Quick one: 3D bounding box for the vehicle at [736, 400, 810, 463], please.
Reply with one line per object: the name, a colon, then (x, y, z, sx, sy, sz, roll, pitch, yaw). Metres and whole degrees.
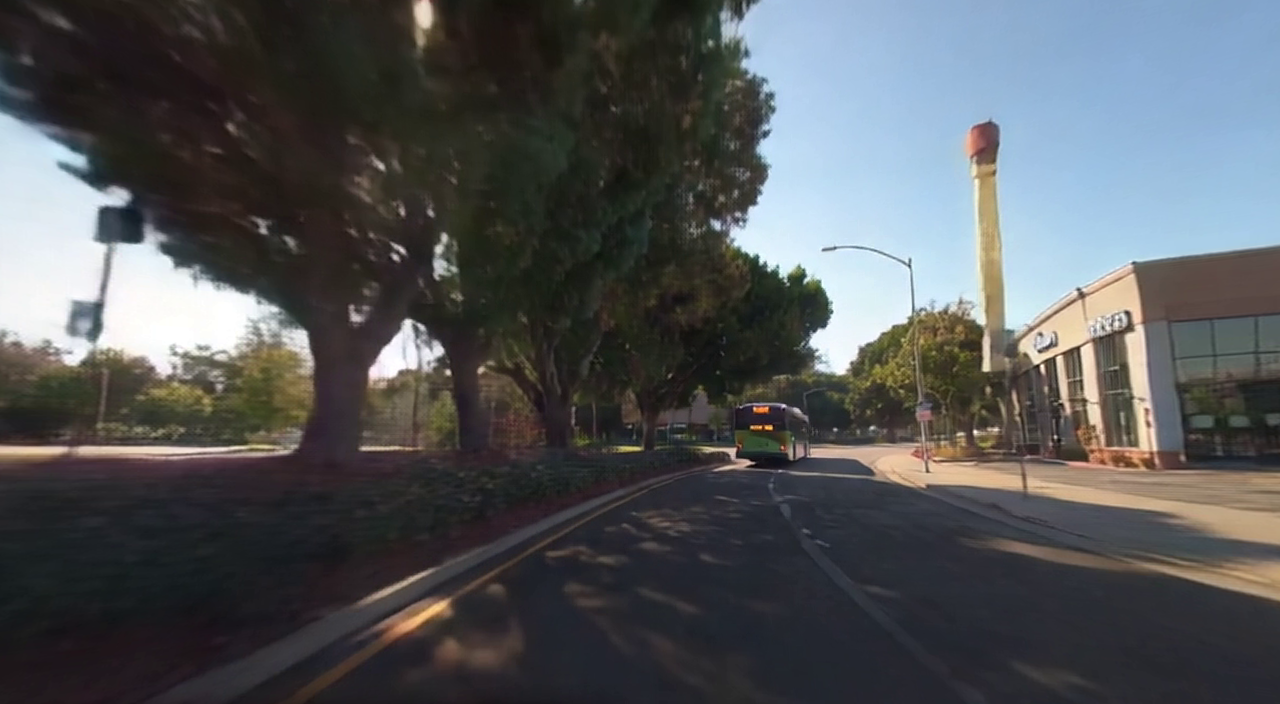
vehicle: (8.696, 5.163, 39.951, 3.031, 3.429, 11.005, -3, -9, 19)
